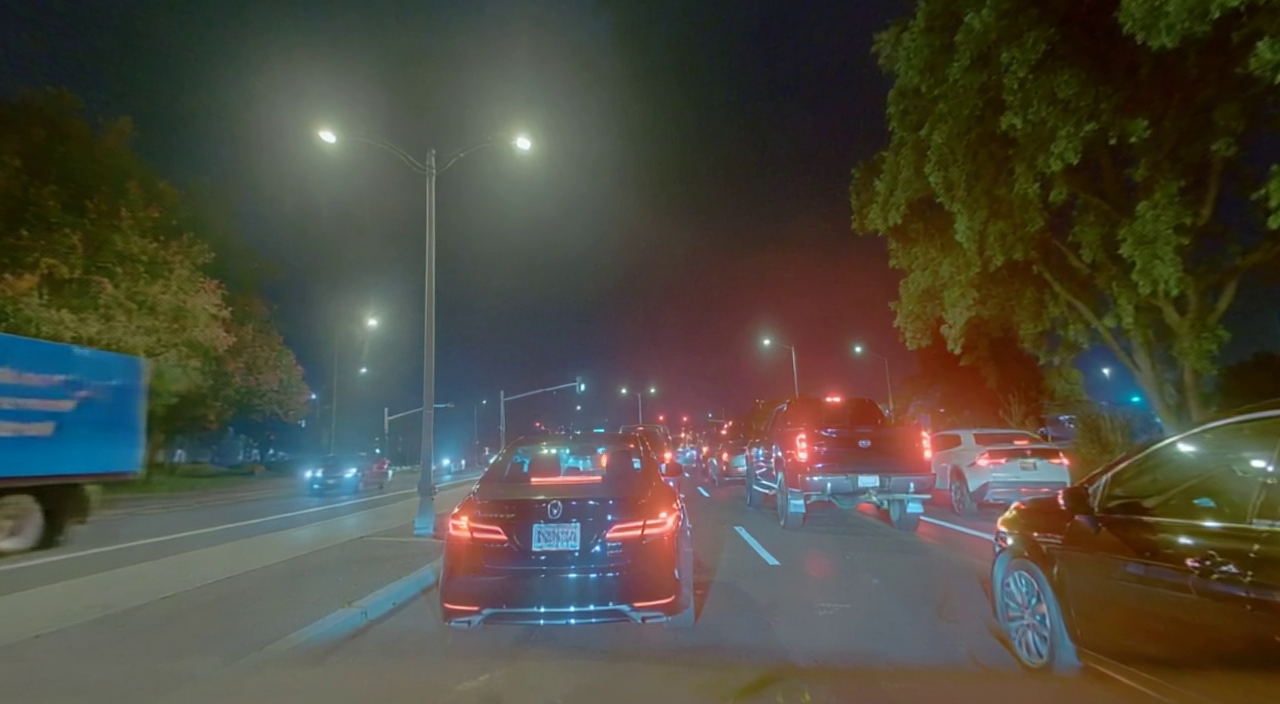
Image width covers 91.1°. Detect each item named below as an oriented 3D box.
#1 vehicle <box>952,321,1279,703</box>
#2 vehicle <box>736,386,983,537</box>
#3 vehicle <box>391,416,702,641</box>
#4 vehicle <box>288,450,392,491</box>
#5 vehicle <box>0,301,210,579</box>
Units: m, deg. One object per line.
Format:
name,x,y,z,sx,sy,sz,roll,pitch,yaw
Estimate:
vehicle,3.158,0.754,2.089,1.982,1.709,4.427,0,-9,1
vehicle,3.510,1.949,11.712,2.444,2.098,5.766,0,-8,-1
vehicle,-0.583,1.500,6.340,2.111,1.506,4.018,0,-9,1
vehicle,-12.252,4.828,26.043,1.957,1.506,4.706,0,-9,1
vehicle,-9.086,0.934,6.717,2.931,3.265,8.387,0,-9,0
